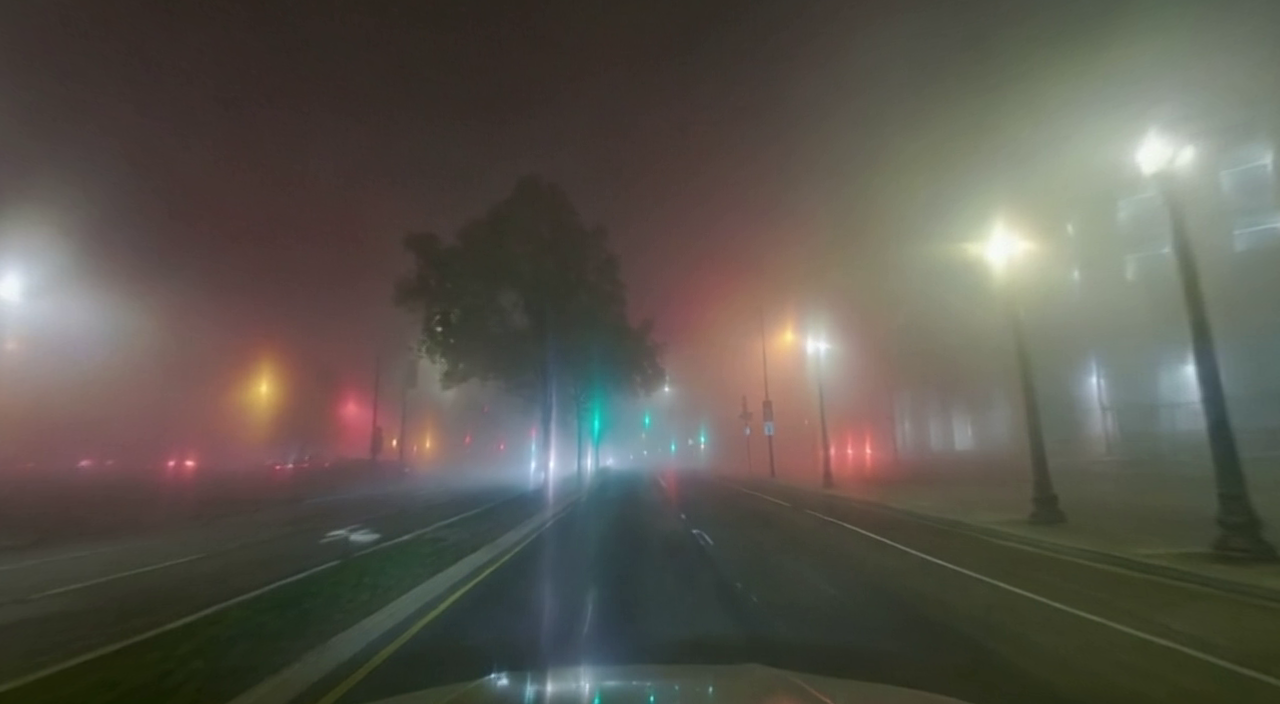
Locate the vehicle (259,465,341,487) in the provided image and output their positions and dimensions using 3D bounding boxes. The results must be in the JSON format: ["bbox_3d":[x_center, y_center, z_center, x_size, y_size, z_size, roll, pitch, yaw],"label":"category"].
[{"bbox_3d":[-24.975,9.118,46.419,4.815,1.469,2.056,0,-8,1],"label":"vehicle"}]

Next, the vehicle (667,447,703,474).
[{"bbox_3d":[2.990,7.379,42.985,2.129,1.719,4.205,0,-9,0],"label":"vehicle"}]

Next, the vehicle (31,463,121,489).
[{"bbox_3d":[-41.819,9.185,46.808,4.687,1.625,2.096,-2,-8,0],"label":"vehicle"}]
